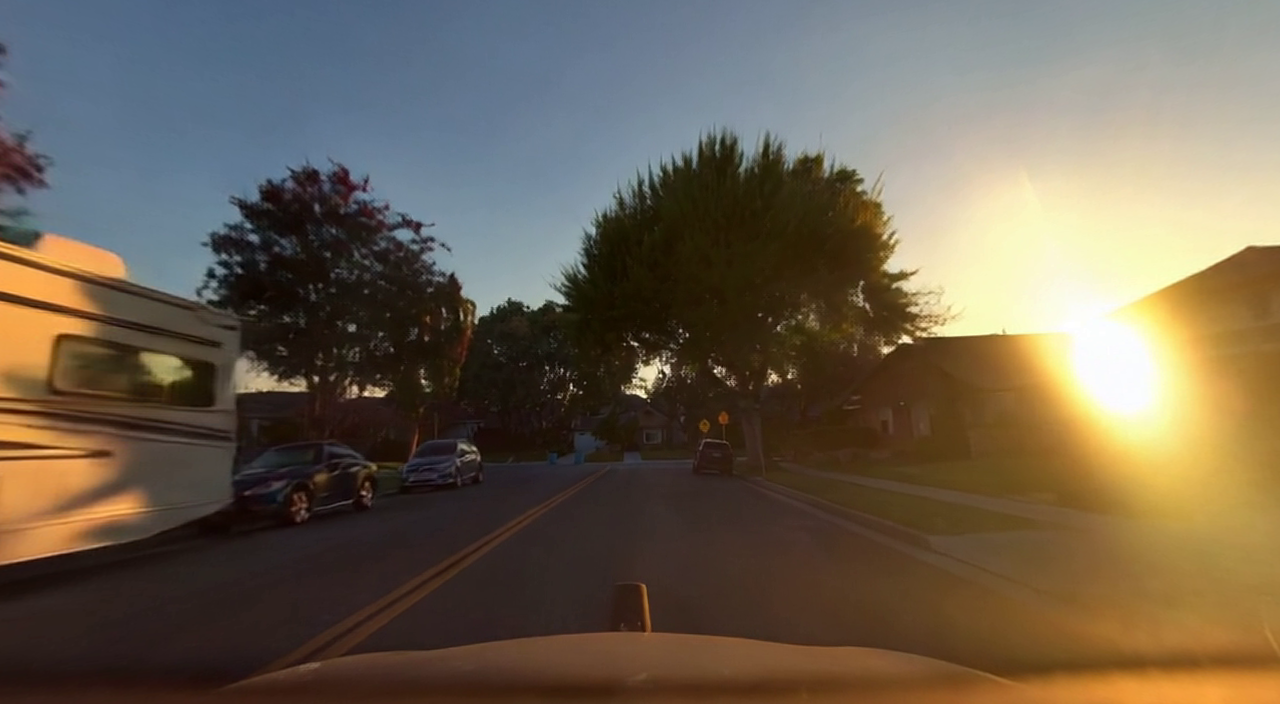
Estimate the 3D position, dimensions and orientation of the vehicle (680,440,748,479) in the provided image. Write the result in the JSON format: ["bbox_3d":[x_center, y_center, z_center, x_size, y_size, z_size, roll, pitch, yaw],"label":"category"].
[{"bbox_3d":[2.990,4.464,26.535,2.167,1.479,4.597,0,-8,-1],"label":"vehicle"}]

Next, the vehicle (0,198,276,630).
[{"bbox_3d":[-6.788,0.180,2.932,3.103,3.479,11.801,-1,-9,1],"label":"vehicle"}]

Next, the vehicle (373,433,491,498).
[{"bbox_3d":[-6.926,3.821,21.856,2.225,1.817,5.731,-3,-8,-1],"label":"vehicle"}]
